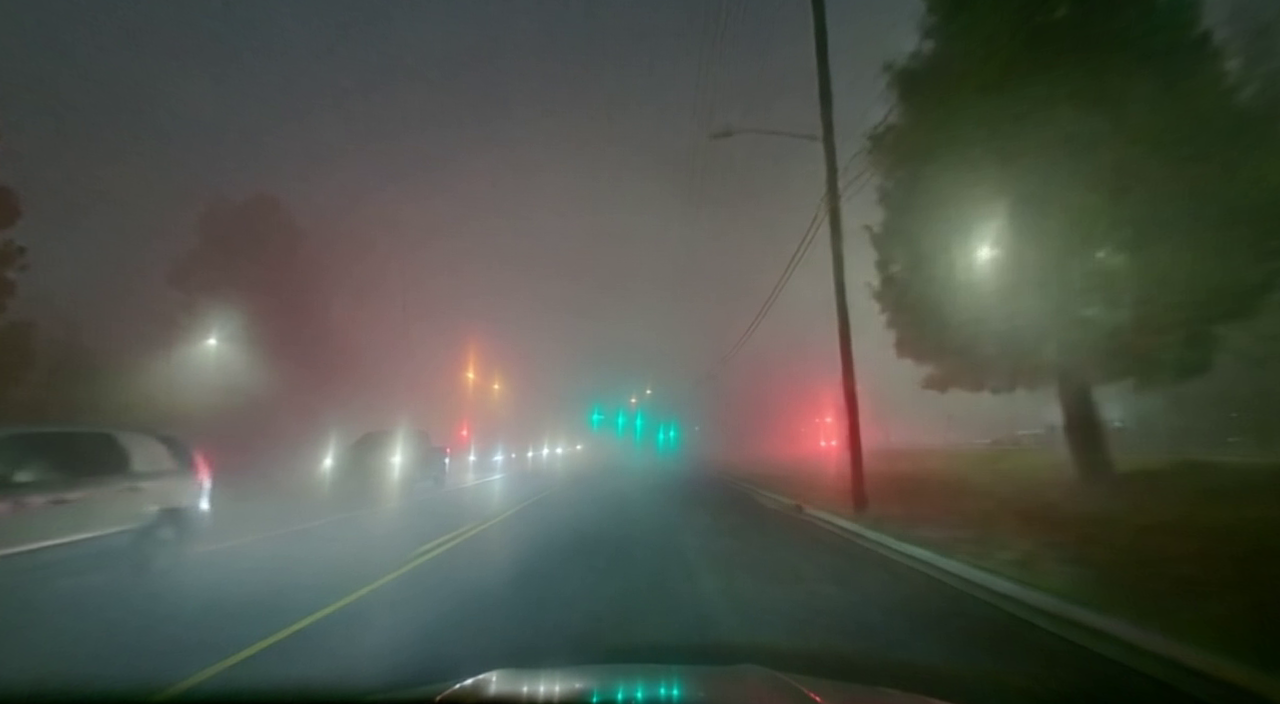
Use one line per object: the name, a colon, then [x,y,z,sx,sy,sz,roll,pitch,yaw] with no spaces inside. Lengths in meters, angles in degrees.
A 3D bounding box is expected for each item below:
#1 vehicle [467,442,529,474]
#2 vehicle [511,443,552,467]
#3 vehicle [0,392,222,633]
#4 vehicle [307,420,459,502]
vehicle: [-7.245,5.473,32.865,2.030,1.482,4.818,0,-9,1]
vehicle: [-7.187,6.845,42.193,2.008,1.456,4.409,0,-9,0]
vehicle: [-5.625,1.220,4.997,2.041,1.698,4.094,1,-9,-5]
vehicle: [-6.649,2.887,17.110,2.337,1.862,4.924,1,-9,-4]
